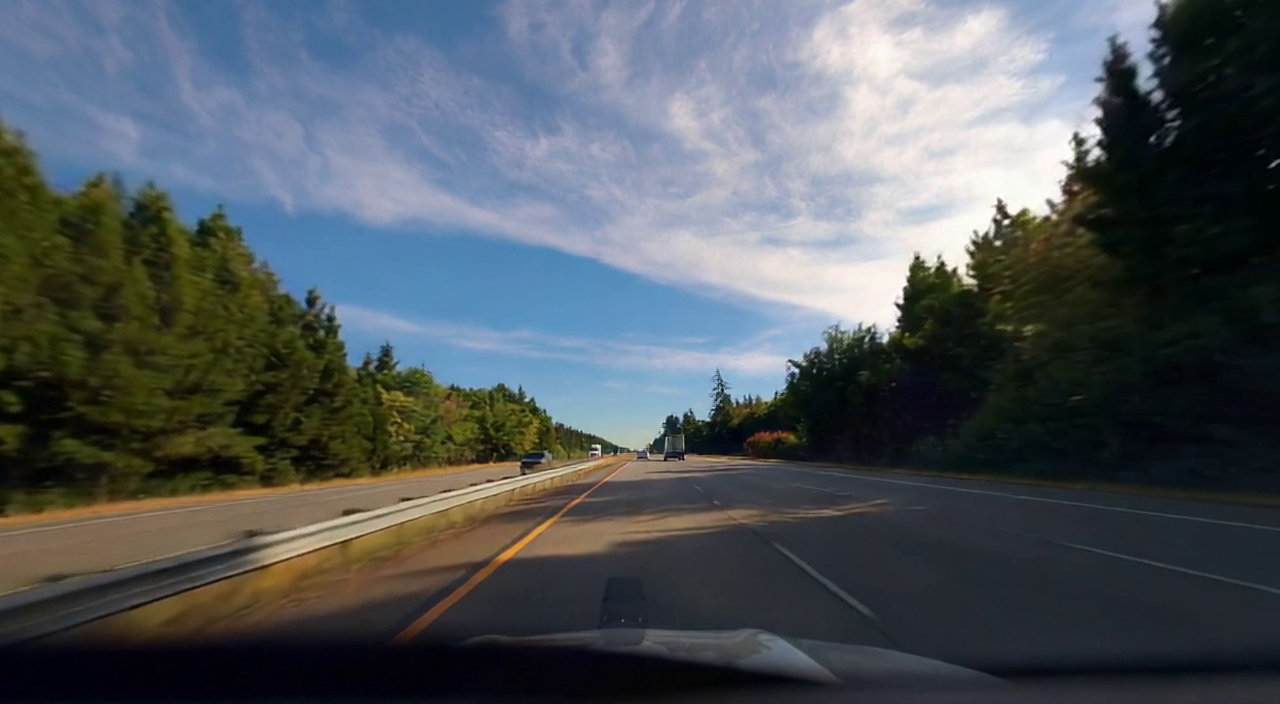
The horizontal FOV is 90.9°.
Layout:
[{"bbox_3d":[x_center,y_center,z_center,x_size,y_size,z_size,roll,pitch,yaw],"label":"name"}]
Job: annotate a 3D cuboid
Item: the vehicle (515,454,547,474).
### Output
[{"bbox_3d":[-8.564,8.836,49.864,1.777,1.444,4.029,0,-9,1],"label":"vehicle"}]
